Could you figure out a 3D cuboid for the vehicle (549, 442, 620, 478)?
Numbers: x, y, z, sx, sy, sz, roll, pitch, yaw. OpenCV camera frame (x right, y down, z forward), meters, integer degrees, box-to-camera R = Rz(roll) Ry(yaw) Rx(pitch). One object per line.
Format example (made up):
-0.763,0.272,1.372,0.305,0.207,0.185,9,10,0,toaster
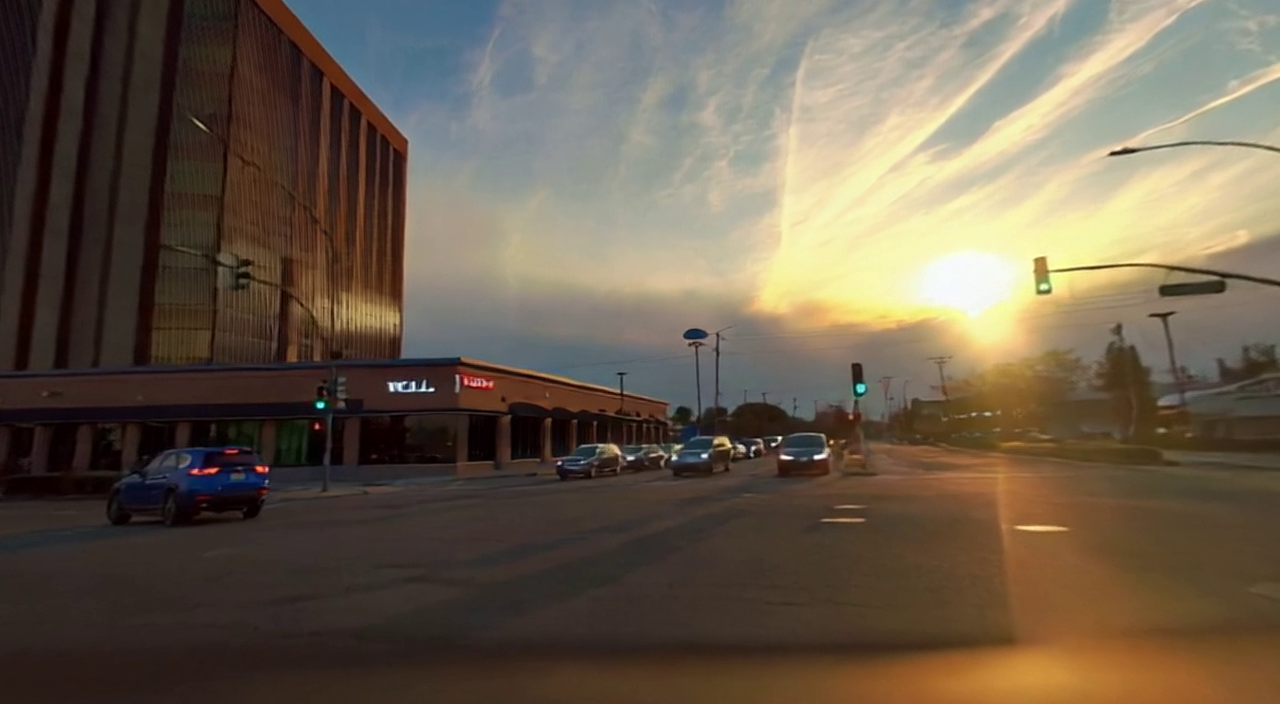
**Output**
-2.593,5.207,30.674,2.005,1.596,4.342,-3,-9,16,vehicle

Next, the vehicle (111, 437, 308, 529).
-9.932,2.898,14.520,4.445,1.762,2.238,-7,-11,36,vehicle

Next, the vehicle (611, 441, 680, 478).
0.340,4.930,29.174,2.163,1.529,4.210,-3,-9,15,vehicle

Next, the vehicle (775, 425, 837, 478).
6.742,4.075,26.067,2.160,1.948,4.784,-3,-9,12,vehicle

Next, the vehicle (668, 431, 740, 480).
2.752,4.227,26.024,2.162,1.788,4.602,-3,-9,15,vehicle
